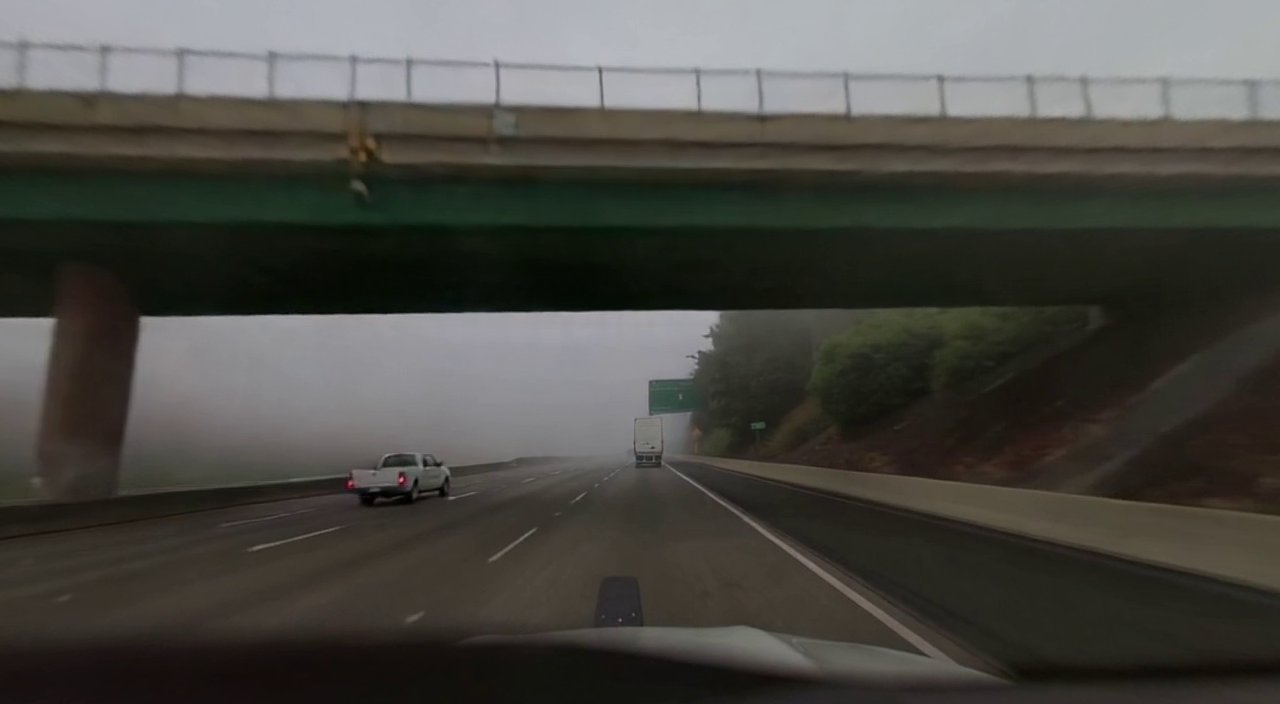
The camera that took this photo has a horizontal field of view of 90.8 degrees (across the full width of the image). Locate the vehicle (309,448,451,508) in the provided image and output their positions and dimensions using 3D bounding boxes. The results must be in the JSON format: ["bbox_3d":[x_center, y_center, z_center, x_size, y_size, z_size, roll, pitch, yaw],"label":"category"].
[{"bbox_3d":[-7.218,3.520,18.148,1.953,1.452,4.711,0,-9,2],"label":"vehicle"}]
